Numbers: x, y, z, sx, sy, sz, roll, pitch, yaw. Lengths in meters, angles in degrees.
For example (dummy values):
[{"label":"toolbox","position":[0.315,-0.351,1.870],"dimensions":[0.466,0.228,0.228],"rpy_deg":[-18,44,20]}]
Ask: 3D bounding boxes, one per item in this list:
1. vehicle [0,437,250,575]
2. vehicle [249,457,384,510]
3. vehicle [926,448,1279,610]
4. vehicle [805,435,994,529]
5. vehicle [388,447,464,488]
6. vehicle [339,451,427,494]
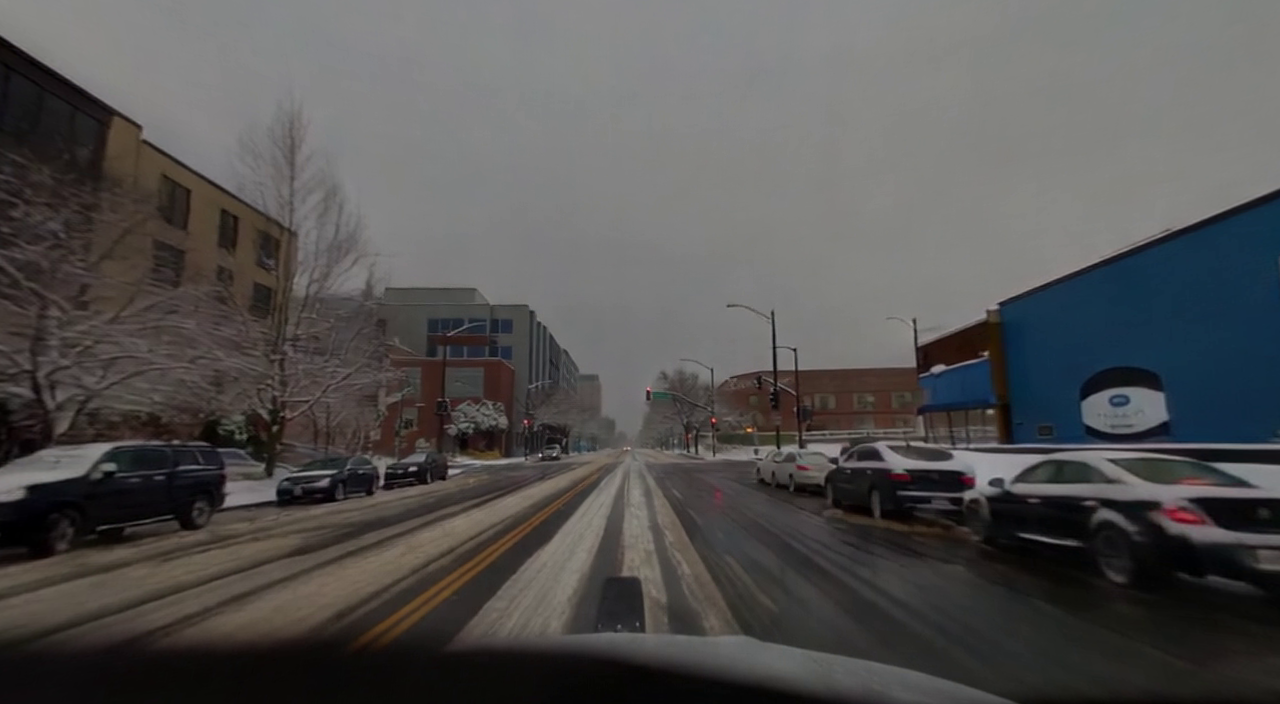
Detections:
[{"label":"vehicle","position":[-9.848,2.503,11.299],"dimensions":[2.228,1.863,5.407],"rpy_deg":[-1,-8,1]},{"label":"vehicle","position":[-10.177,4.124,20.339],"dimensions":[1.953,1.387,4.529],"rpy_deg":[0,-8,0]},{"label":"vehicle","position":[6.154,2.085,8.630],"dimensions":[2.038,1.482,4.994],"rpy_deg":[0,-8,-2]},{"label":"vehicle","position":[5.749,2.917,14.970],"dimensions":[2.227,1.811,5.172],"rpy_deg":[0,-8,-1]},{"label":"vehicle","position":[-10.196,5.504,30.575],"dimensions":[1.967,1.749,4.841],"rpy_deg":[0,-8,0]},{"label":"vehicle","position":[-10.218,4.800,25.498],"dimensions":[1.839,1.502,4.185],"rpy_deg":[0,-8,-1]}]
